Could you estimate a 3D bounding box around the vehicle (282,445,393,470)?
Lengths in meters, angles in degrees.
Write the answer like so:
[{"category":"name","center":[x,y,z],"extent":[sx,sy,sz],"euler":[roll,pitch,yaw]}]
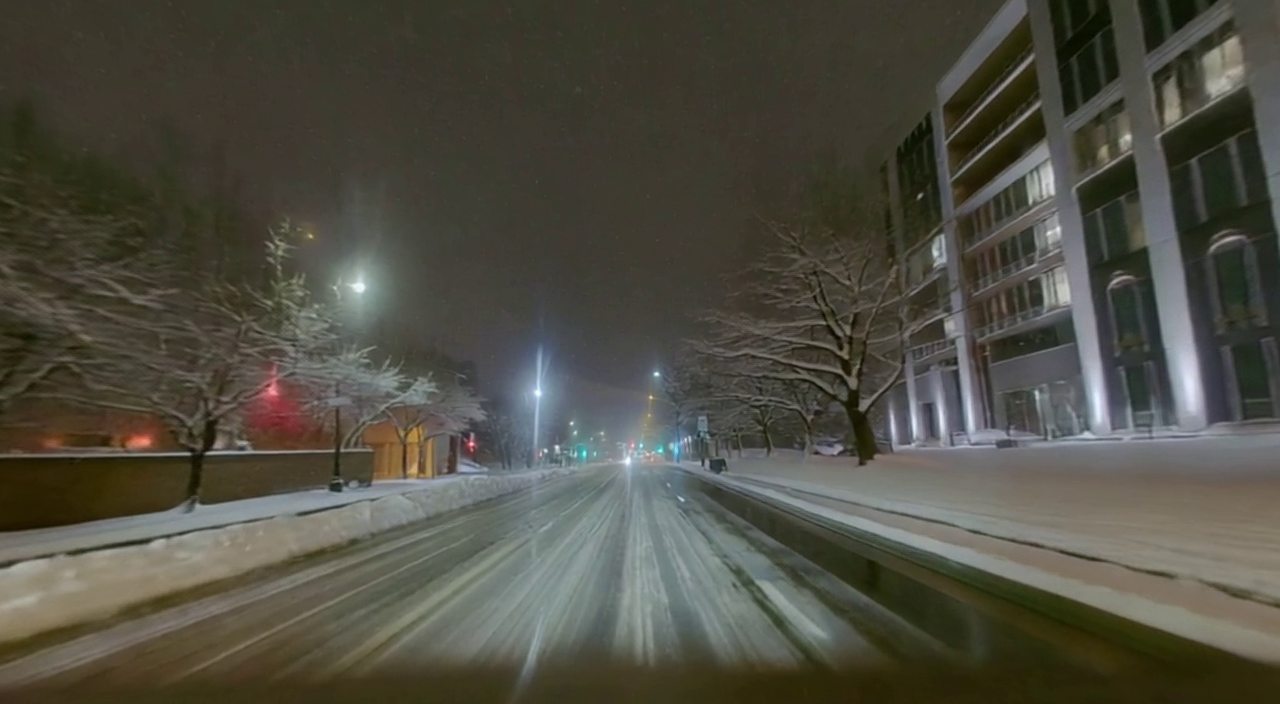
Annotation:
[{"category":"vehicle","center":[-18.488,6.482,38.723],"extent":[5.962,1.458,1.711],"euler":[0,-10,3]}]
